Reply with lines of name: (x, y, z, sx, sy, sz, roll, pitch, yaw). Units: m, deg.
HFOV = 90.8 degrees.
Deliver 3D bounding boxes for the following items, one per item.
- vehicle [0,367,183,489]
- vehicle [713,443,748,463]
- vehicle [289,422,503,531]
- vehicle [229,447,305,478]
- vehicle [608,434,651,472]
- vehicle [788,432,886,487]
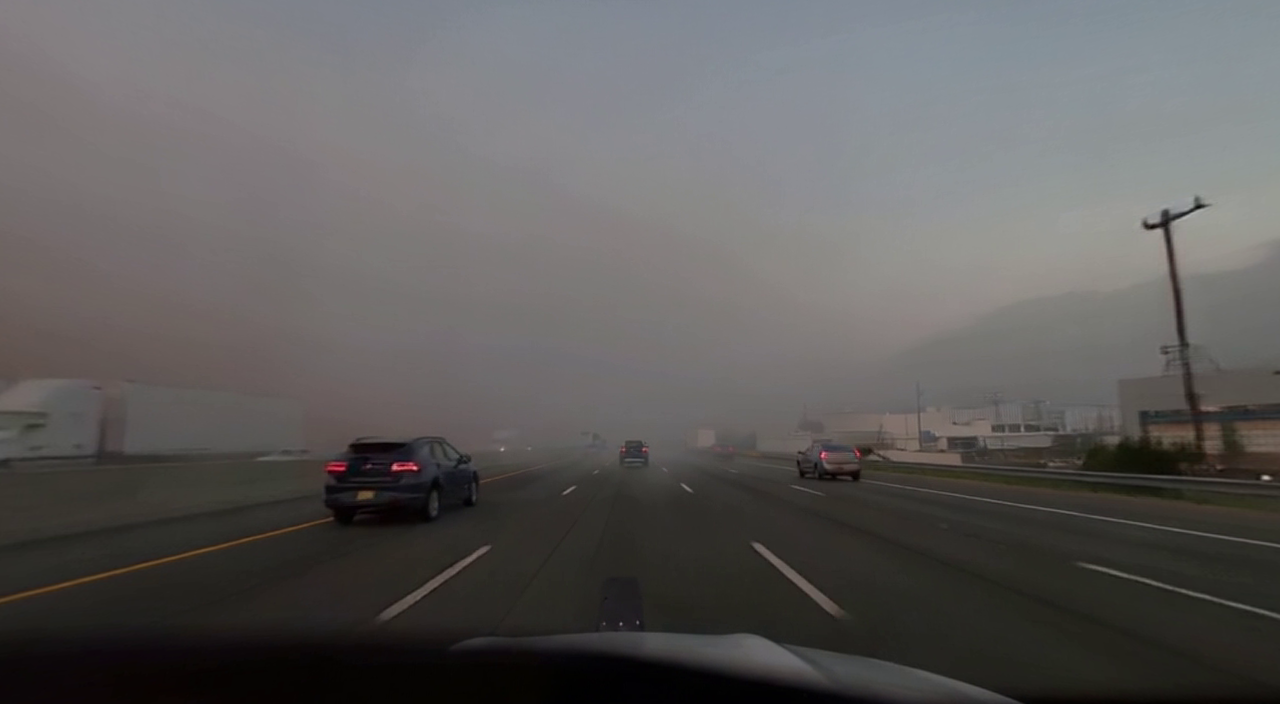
vehicle: (-21.369, 2.913, 23.264, 2.997, 3.767, 7.799, 0, -9, 0)
vehicle: (6.672, 7.494, 46.909, 1.879, 1.428, 4.402, 0, -9, -1)
vehicle: (-4.200, 2.238, 11.929, 2.126, 1.631, 4.643, 0, -9, 1)
vehicle: (-17.453, 5.170, 29.716, 1.540, 1.346, 3.266, 0, -9, 0)
vehicle: (-0.460, 5.091, 31.924, 2.002, 1.759, 4.658, 0, -9, 0)
vehicle: (6.551, 3.617, 21.560, 1.944, 1.666, 4.184, 0, -9, -1)
